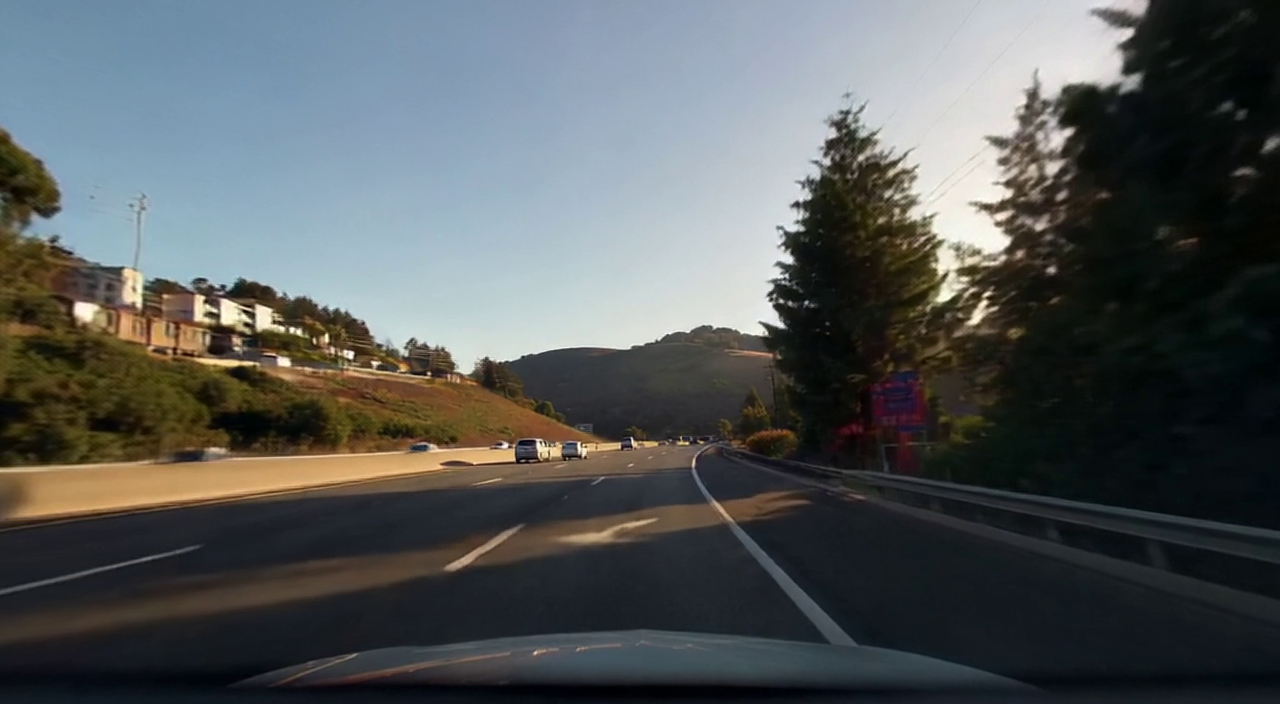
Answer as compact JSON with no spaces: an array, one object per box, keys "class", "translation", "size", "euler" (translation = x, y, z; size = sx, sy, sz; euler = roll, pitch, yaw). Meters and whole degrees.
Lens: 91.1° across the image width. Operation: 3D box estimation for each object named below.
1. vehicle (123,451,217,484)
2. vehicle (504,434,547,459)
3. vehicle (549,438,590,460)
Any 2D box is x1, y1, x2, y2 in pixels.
[{"class":"vehicle","translation":[-21.599,5.298,29.007],"size":[1.512,1.353,3.443],"euler":[-1,-8,4]},{"class":"vehicle","translation":[-8.532,7.105,47.195],"size":[2.063,1.743,4.392],"euler":[-1,-9,6]},{"class":"vehicle","translation":[-4.913,6.901,44.635],"size":[2.010,1.489,4.456],"euler":[-1,-9,5]}]
